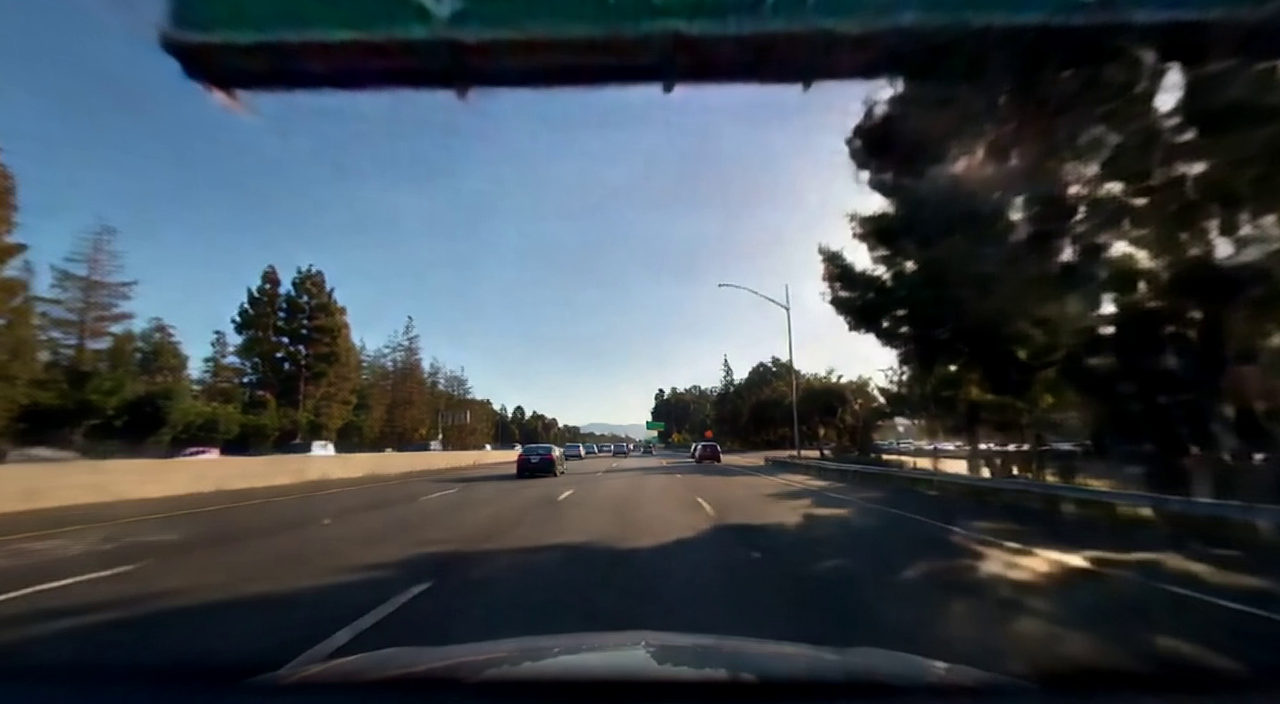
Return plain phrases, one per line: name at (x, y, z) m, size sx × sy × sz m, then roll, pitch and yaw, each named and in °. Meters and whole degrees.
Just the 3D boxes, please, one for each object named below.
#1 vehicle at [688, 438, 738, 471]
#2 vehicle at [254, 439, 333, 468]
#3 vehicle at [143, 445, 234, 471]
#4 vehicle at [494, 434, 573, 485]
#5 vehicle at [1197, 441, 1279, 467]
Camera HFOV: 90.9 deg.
vehicle at (3.928, 5.639, 34.880) m, size 2.229 × 1.704 × 4.392 m, roll 0°, pitch -8°, yaw 0°
vehicle at (-23.927, 7.002, 43.860) m, size 2.164 × 1.876 × 5.764 m, roll 0°, pitch -8°, yaw 1°
vehicle at (-31.603, 7.413, 44.409) m, size 2.124 × 1.653 × 5.613 m, roll 0°, pitch -8°, yaw 2°
vehicle at (-3.962, 4.066, 24.199) m, size 2.196 × 1.733 × 4.355 m, roll 0°, pitch -8°, yaw 1°
vehicle at (42.924, 7.219, 44.834) m, size 1.903 × 1.707 × 4.655 m, roll 1°, pitch -8°, yaw -10°
